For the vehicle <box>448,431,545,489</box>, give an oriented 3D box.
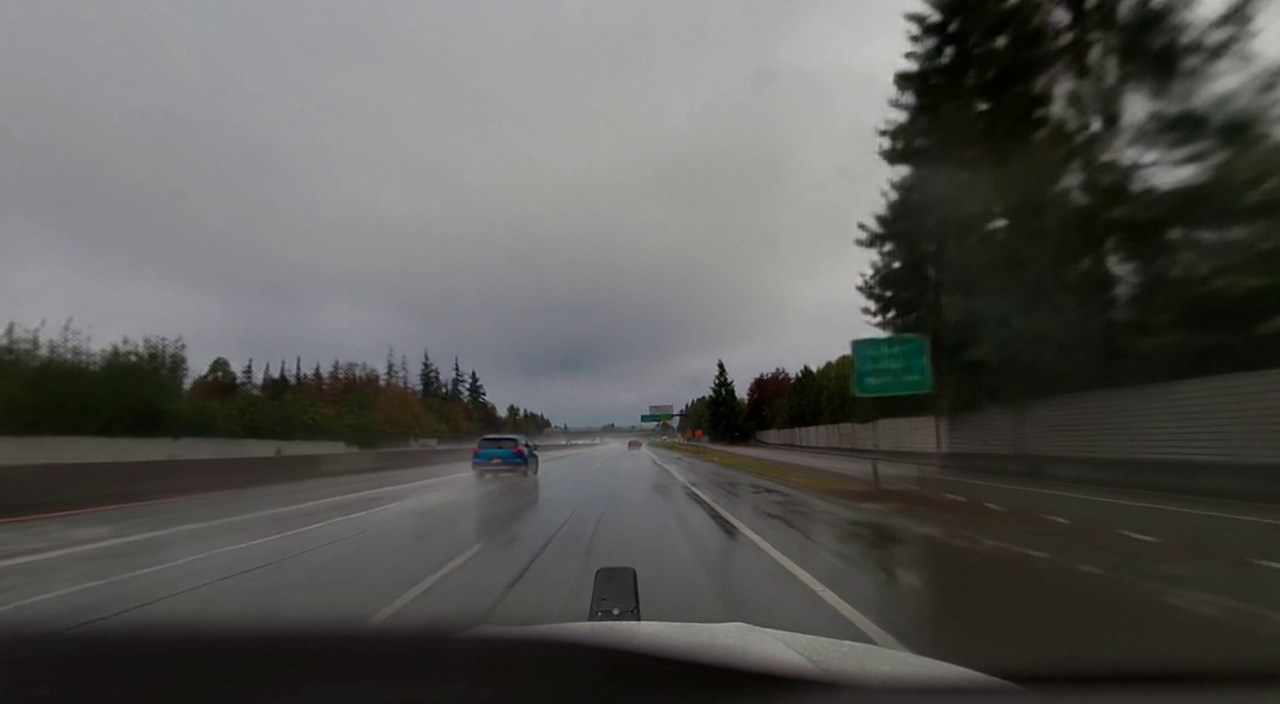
[{"bbox_3d":[-4.442,3.378,20.244,2.129,1.641,4.263,0,-8,0],"label":"vehicle"}]
